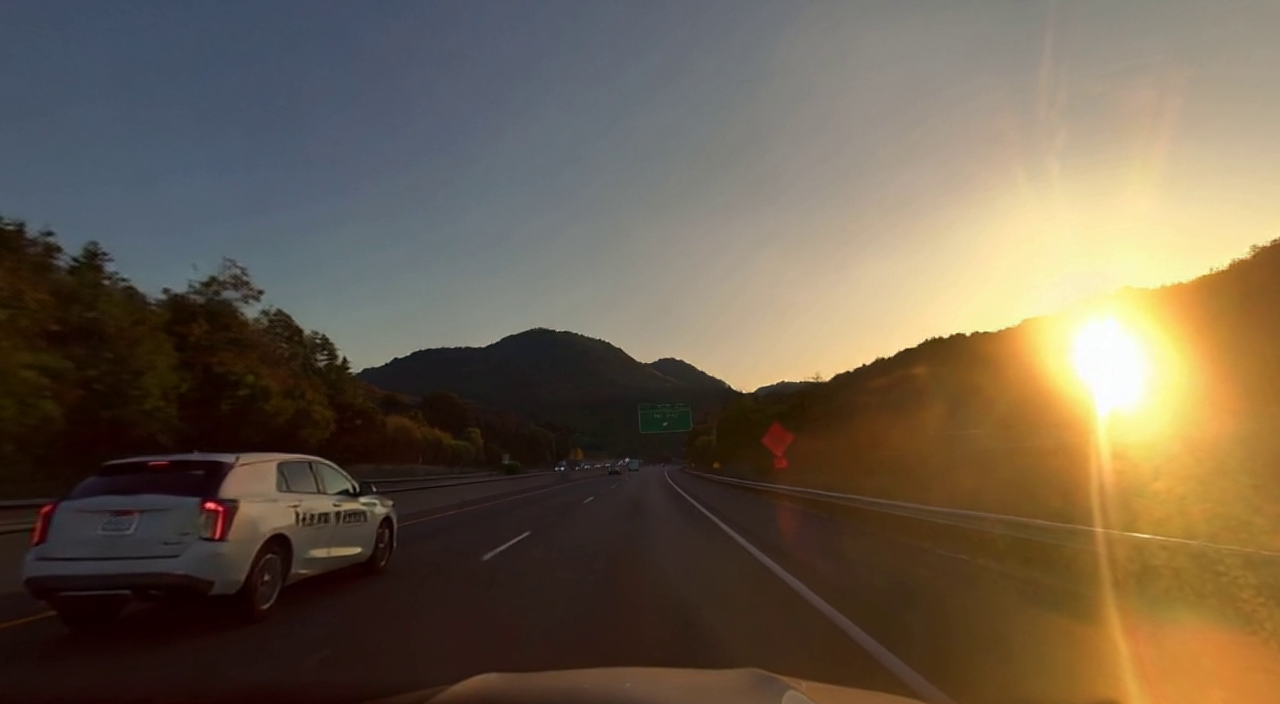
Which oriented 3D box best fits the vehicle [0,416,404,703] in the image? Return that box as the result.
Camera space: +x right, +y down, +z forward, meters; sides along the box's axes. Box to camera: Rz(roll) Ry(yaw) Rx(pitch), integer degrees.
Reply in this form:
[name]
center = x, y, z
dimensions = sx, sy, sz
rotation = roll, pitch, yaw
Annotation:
[vehicle]
center = -4.067, 1.484, 5.321
dimensions = 2.135, 1.506, 5.041
rotation = 1, -10, 1
